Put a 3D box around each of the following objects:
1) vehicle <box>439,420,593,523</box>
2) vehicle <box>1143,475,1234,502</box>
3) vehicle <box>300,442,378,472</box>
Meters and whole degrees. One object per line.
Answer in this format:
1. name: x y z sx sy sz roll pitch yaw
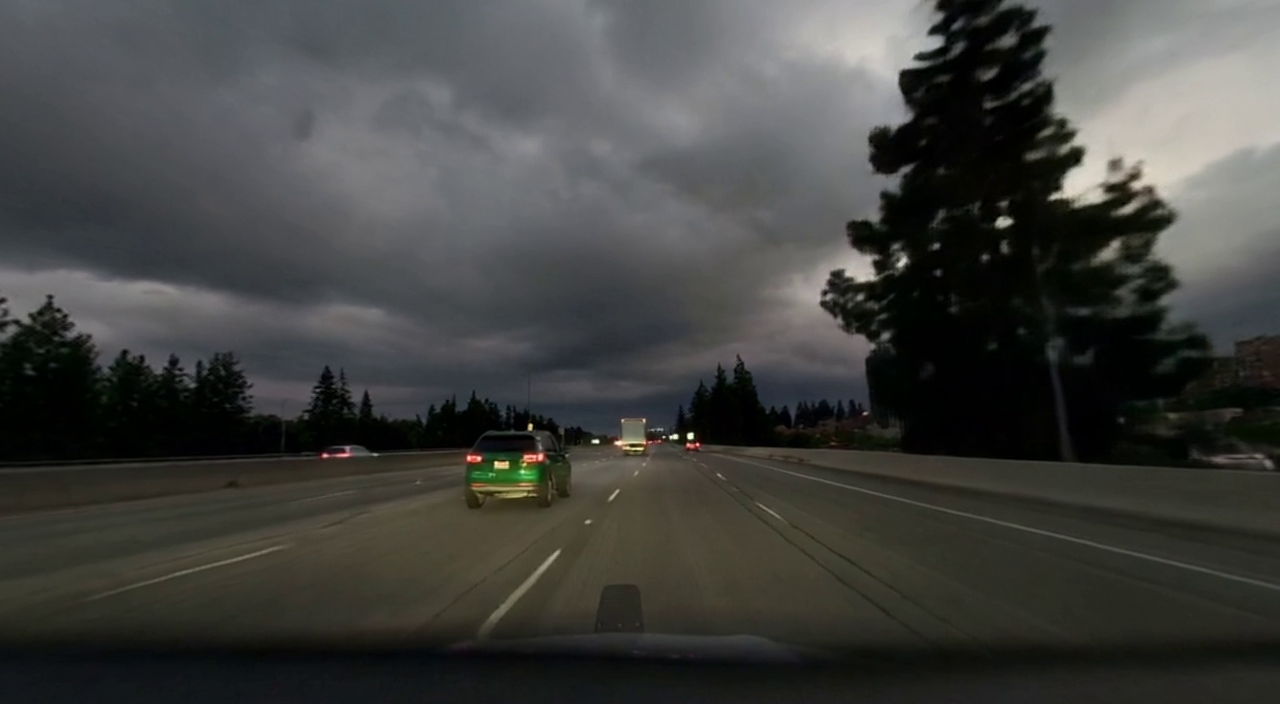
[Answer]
1. vehicle: -2.313 2.399 13.116 2.111 1.742 4.315 0 -9 3
2. vehicle: 37.110 9.222 42.751 1.909 1.562 4.426 2 -9 -7
3. vehicle: -16.626 5.807 35.077 1.965 1.503 4.579 0 -9 2
